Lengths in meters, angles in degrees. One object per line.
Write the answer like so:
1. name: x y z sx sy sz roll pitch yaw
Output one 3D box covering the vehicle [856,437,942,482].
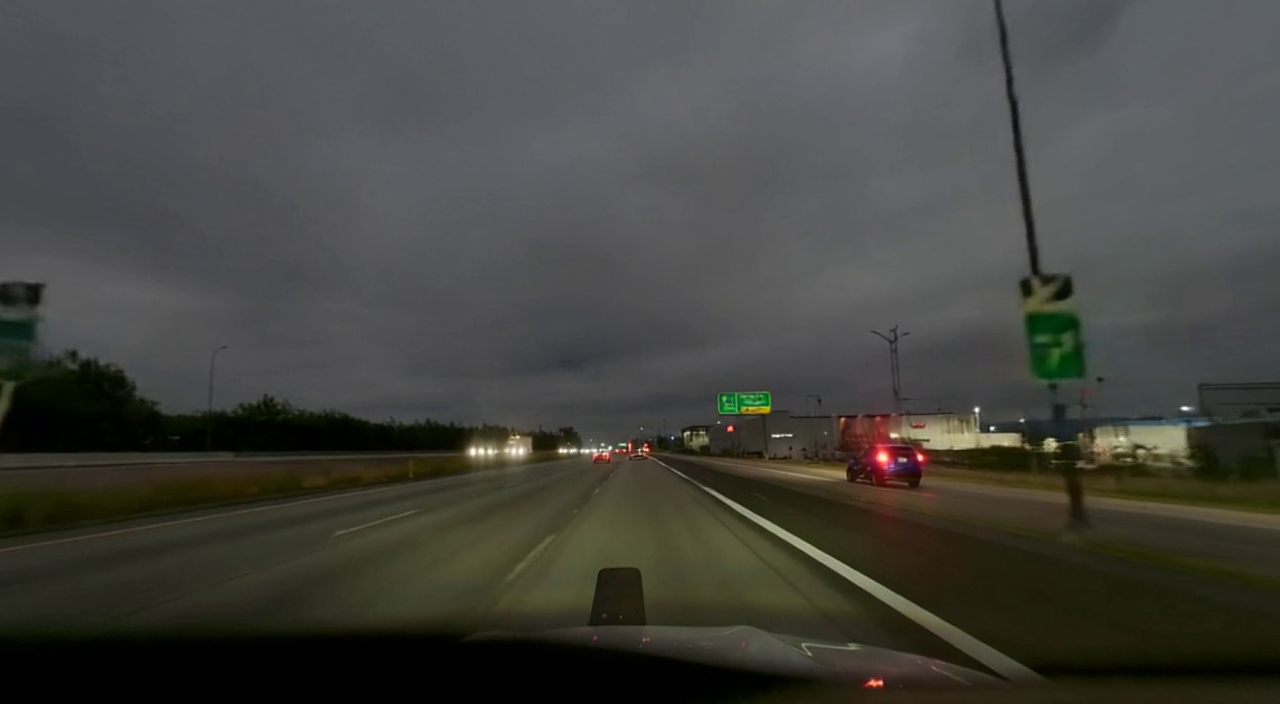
1. vehicle: 14.627 6.105 36.108 2.411 2.326 5.300 0 -9 -3
